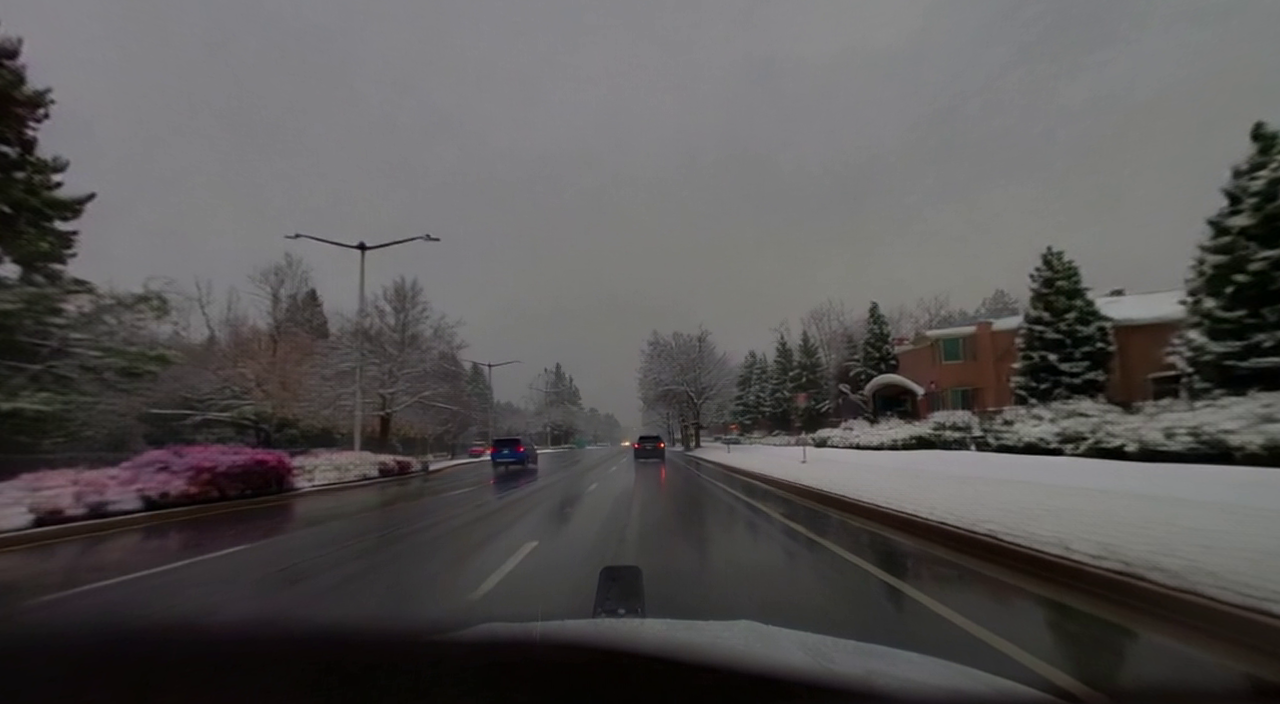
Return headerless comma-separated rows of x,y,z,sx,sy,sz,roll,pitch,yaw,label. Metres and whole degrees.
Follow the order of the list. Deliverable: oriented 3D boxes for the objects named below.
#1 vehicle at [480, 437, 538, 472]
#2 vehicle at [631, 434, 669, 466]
-6.679,5.266,32.714,1.993,1.657,4.487,-1,-8,1,vehicle
0.579,5.785,37.336,2.070,1.764,4.552,0,-8,0,vehicle
